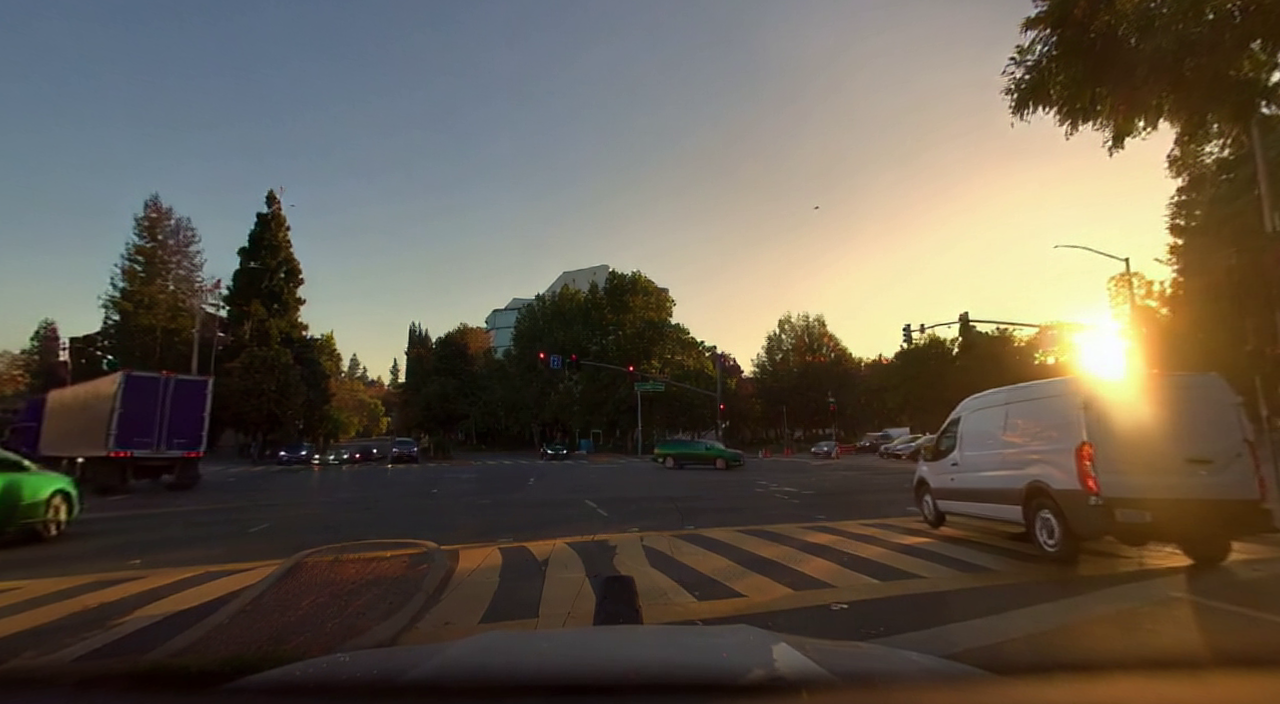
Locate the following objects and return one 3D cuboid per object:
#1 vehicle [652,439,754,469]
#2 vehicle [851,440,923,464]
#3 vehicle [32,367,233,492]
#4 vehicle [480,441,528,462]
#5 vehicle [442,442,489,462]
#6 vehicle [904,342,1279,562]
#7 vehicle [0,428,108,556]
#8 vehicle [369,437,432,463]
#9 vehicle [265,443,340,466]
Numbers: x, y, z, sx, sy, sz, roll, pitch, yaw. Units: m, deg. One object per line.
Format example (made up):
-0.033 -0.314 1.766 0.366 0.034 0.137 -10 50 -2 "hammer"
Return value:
3.265 5.298 32.950 4.846 1.487 2.086 -5 -10 29 "vehicle"
17.071 6.903 43.633 4.524 1.560 2.052 4 -10 -28 "vehicle"
-15.928 2.490 19.701 6.726 3.230 3.112 -7 -11 37 "vehicle"
-10.111 7.462 47.410 2.097 1.484 4.596 -1 -9 8 "vehicle"
-13.145 7.585 47.863 1.845 1.426 4.289 -1 -9 8 "vehicle"
6.551 1.517 9.945 2.332 2.511 5.326 0 -9 -1 "vehicle"
-8.495 1.575 6.902 1.993 1.496 4.524 1 -9 -10 "vehicle"
-17.345 7.146 46.012 2.189 1.753 4.785 -1 -9 8 "vehicle"
-21.803 6.639 41.024 1.859 1.415 4.591 -1 -9 8 "vehicle"
